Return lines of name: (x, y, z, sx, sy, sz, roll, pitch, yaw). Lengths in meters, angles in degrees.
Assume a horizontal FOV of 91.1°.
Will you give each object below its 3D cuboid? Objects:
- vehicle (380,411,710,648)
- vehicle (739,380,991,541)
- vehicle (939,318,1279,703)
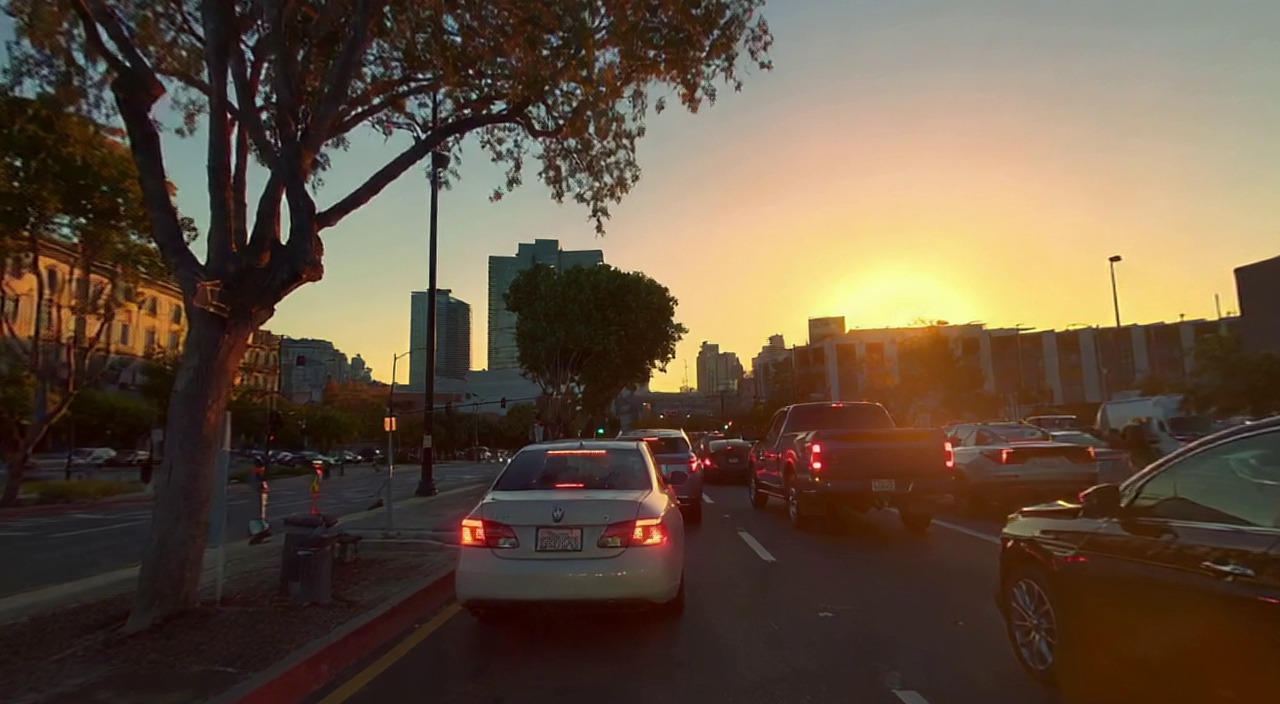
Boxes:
vehicle: (-0.564, 1.484, 6.328, 2.172, 1.536, 4.250, 0, -9, 2)
vehicle: (3.549, 1.918, 11.611, 2.497, 2.186, 5.890, 0, -8, 1)
vehicle: (3.151, 0.754, 2.079, 2.024, 1.723, 4.714, 0, -9, 1)
